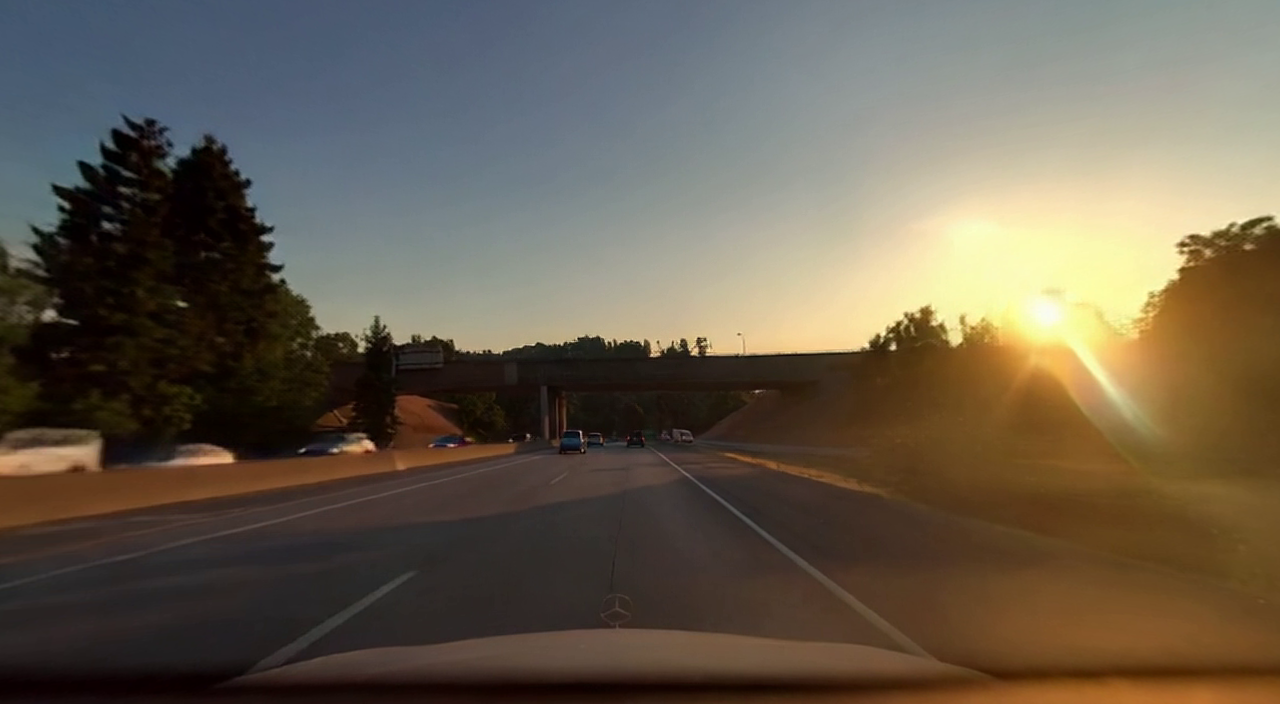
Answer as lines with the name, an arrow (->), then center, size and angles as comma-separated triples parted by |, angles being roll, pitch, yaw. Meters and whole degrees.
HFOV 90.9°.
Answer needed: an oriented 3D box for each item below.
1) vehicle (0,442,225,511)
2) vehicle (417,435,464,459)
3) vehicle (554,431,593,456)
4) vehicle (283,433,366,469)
vehicle -> -12.745, 2.970, 15.662 | 2.012, 1.428, 4.247 | 0, -8, -1
vehicle -> -12.873, 6.145, 40.871 | 1.725, 1.446, 3.914 | 0, -8, 0
vehicle -> -4.399, 6.126, 42.210 | 2.169, 1.588, 4.264 | 0, -8, -1
vehicle -> -16.569, 5.200, 33.349 | 2.047, 1.704, 4.524 | 0, -8, 0
